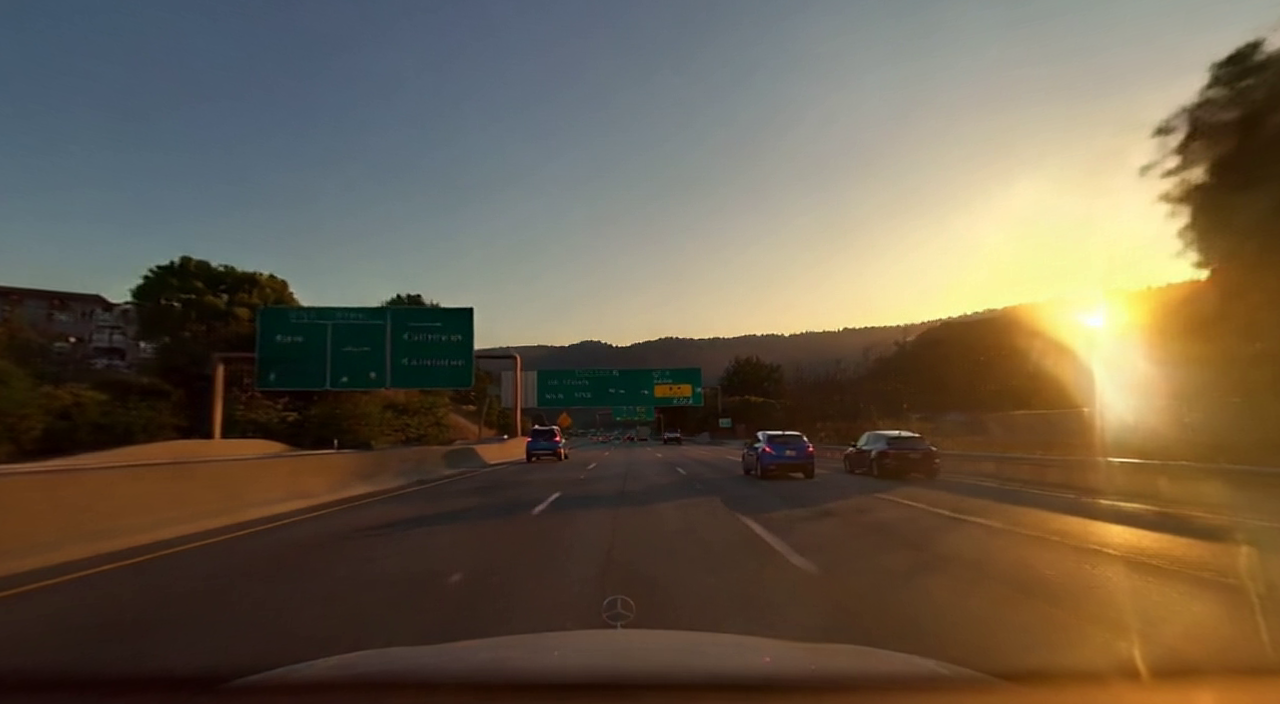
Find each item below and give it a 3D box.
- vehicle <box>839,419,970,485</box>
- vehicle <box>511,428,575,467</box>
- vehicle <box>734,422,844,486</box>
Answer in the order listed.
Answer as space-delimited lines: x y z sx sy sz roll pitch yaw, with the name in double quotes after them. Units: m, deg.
7.290 2.783 17.844 1.956 1.634 3.935 0 -8 -1 "vehicle"
-3.913 3.912 26.129 2.032 1.465 4.316 0 -8 -1 "vehicle"
4.030 2.821 17.757 2.011 1.576 4.060 0 -8 -2 "vehicle"
